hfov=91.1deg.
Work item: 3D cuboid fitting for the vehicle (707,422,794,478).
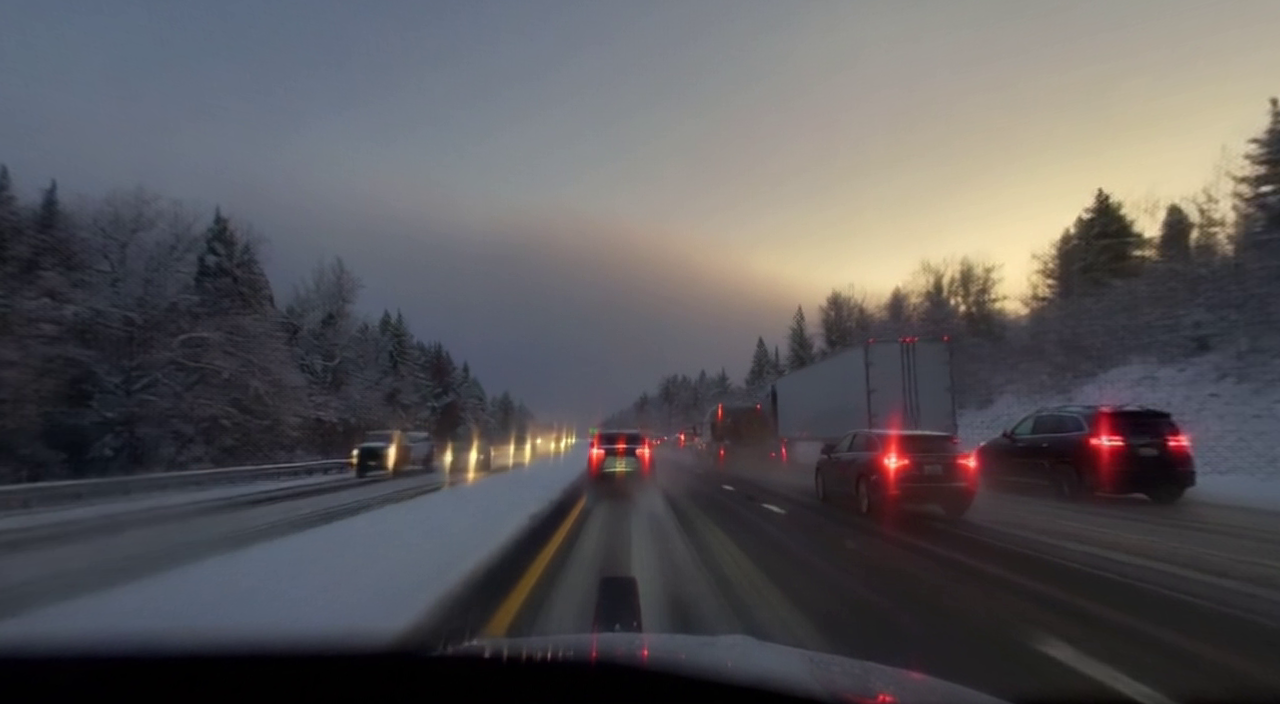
[{"bbox_3d":[3.641,3.307,21.453,2.147,1.707,3.963,0,-8,-2],"label":"vehicle"}]

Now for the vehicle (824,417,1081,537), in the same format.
[{"bbox_3d":[4.629,1.889,10.183,2.040,1.523,4.068,0,-8,-1],"label":"vehicle"}]

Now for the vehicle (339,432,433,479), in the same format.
[{"bbox_3d":[-11.940,4.869,30.036,2.338,2.059,5.149,0,-8,-1],"label":"vehicle"}]

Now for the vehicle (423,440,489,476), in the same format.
[{"bbox_3d":[-8.402,4.850,29.116,1.872,1.521,3.962,0,-8,0],"label":"vehicle"}]

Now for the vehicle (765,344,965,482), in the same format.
[{"bbox_3d":[7.963,2.668,25.376,2.867,4.066,13.802,0,-7,0],"label":"vehicle"}]

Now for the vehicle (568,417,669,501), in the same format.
[{"bbox_3d":[-0.490,2.523,15.331,2.087,1.709,4.455,0,-8,-1],"label":"vehicle"}]

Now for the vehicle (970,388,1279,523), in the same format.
[{"bbox_3d":[8.516,1.834,11.656,2.116,1.965,4.691,0,-8,-1],"label":"vehicle"}]

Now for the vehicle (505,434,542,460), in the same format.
[{"bbox_3d":[-8.877,7.269,48.232,2.152,1.903,4.339,0,-8,-1],"label":"vehicle"}]
